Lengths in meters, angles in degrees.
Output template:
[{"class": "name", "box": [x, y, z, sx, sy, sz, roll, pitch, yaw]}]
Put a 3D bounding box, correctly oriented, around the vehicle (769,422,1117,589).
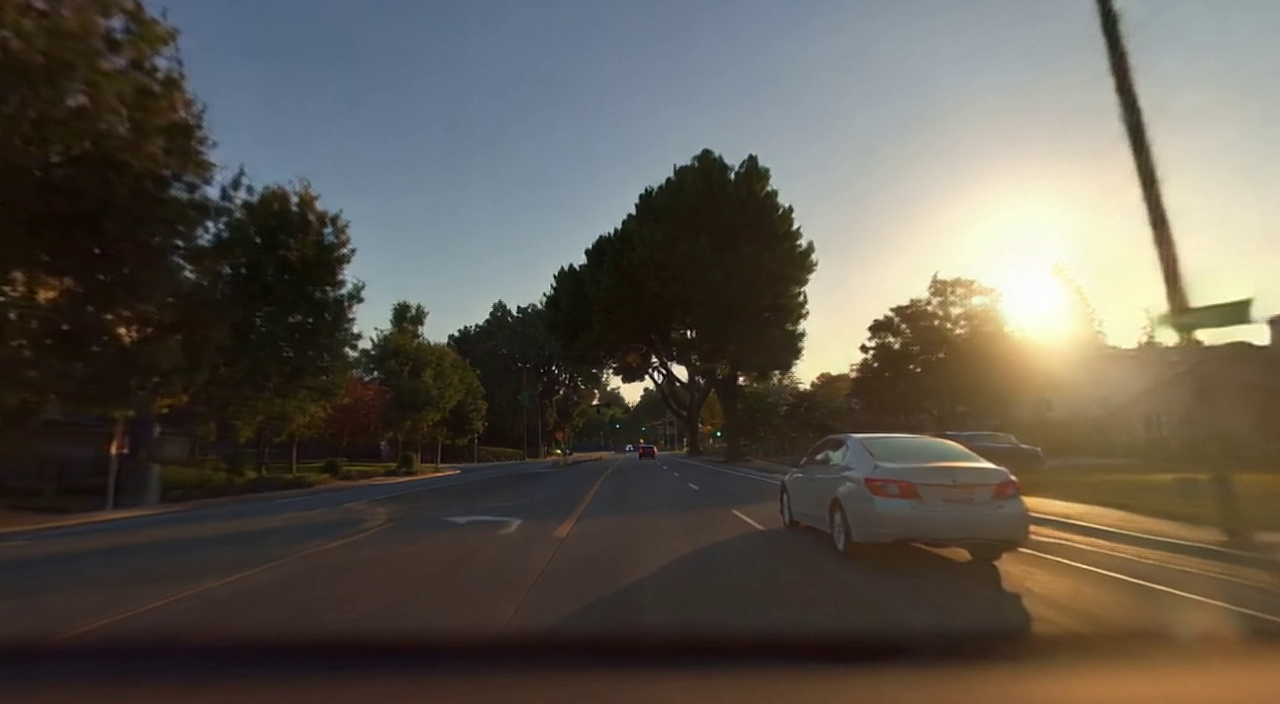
[{"class": "vehicle", "box": [3.153, 1.689, 7.835, 2.134, 1.476, 4.327, 0, -8, 0]}]
